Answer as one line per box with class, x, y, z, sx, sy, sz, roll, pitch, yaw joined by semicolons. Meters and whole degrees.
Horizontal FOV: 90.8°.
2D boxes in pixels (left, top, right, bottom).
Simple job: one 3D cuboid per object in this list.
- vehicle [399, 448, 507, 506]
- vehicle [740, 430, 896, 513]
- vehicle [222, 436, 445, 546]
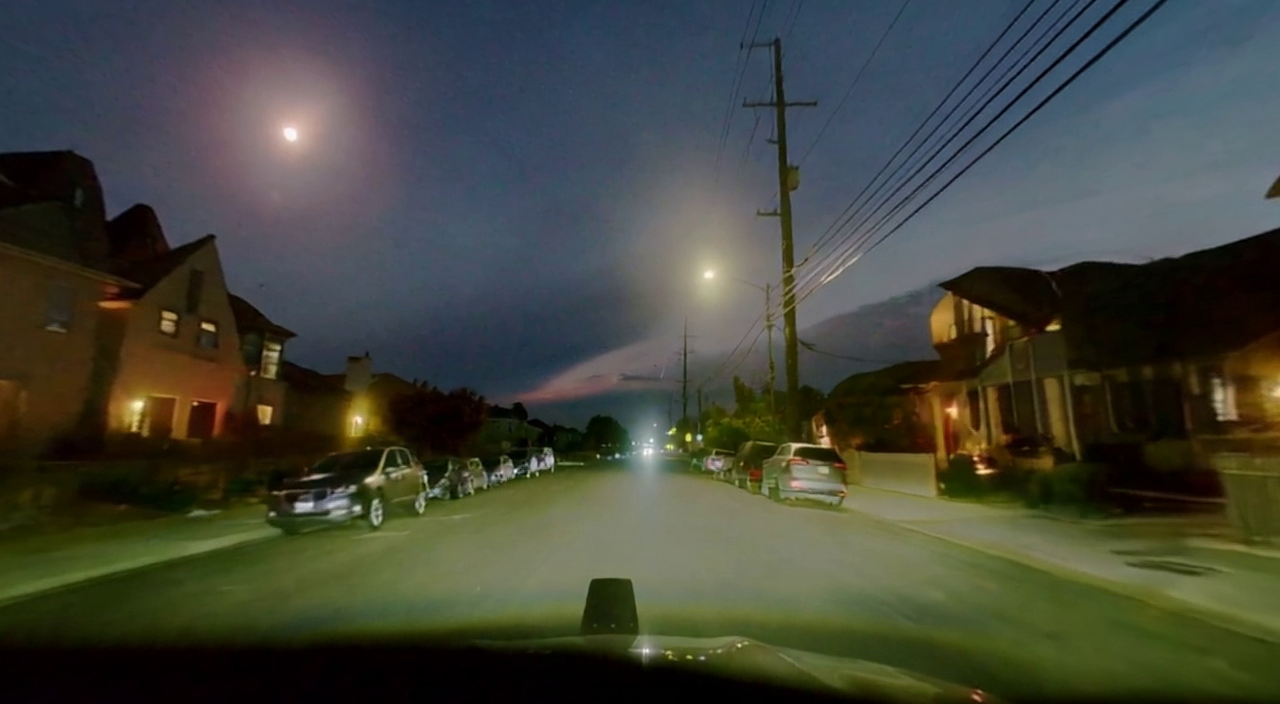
vehicle;-5.393;3.638;18.818;1.856;1.499;4.216;0;-9;1
vehicle;4.601;3.219;17.670;2.462;1.894;6.076;0;-9;-1
vehicle;-5.396;2.464;11.999;1.971;1.648;4.638;0;-9;-1
